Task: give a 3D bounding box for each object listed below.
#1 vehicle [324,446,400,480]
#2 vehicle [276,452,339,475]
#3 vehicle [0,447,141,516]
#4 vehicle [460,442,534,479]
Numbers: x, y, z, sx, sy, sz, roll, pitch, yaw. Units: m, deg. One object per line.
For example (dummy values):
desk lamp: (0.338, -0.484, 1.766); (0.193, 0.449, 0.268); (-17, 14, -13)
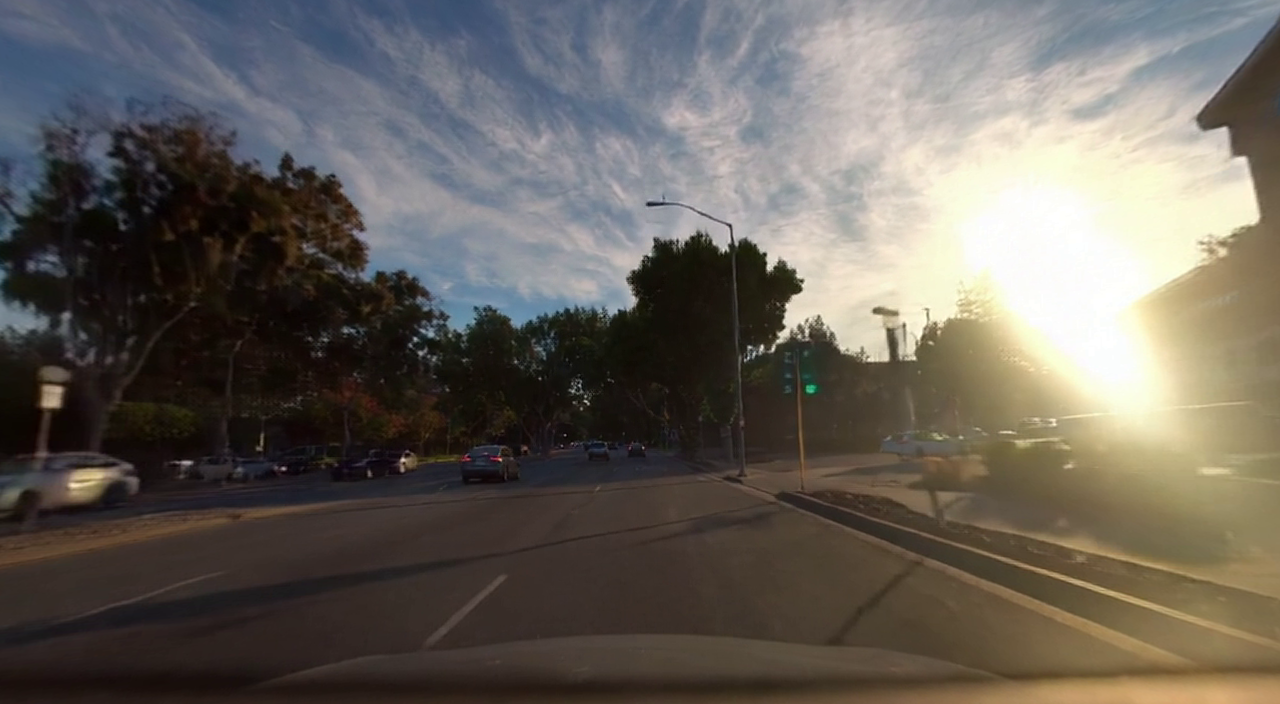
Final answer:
vehicle: (-13.359, 5.322, 30.607); (1.937, 1.526, 4.530); (1, -9, -5)
vehicle: (-26.264, 8.802, 49.804); (4.615, 1.734, 2.073); (-5, -10, 28)
vehicle: (-17.726, 3.745, 18.764); (2.027, 1.773, 4.501); (0, -9, -1)
vehicle: (-5.982, 4.578, 26.893); (2.072, 1.427, 4.328); (0, -9, 1)
